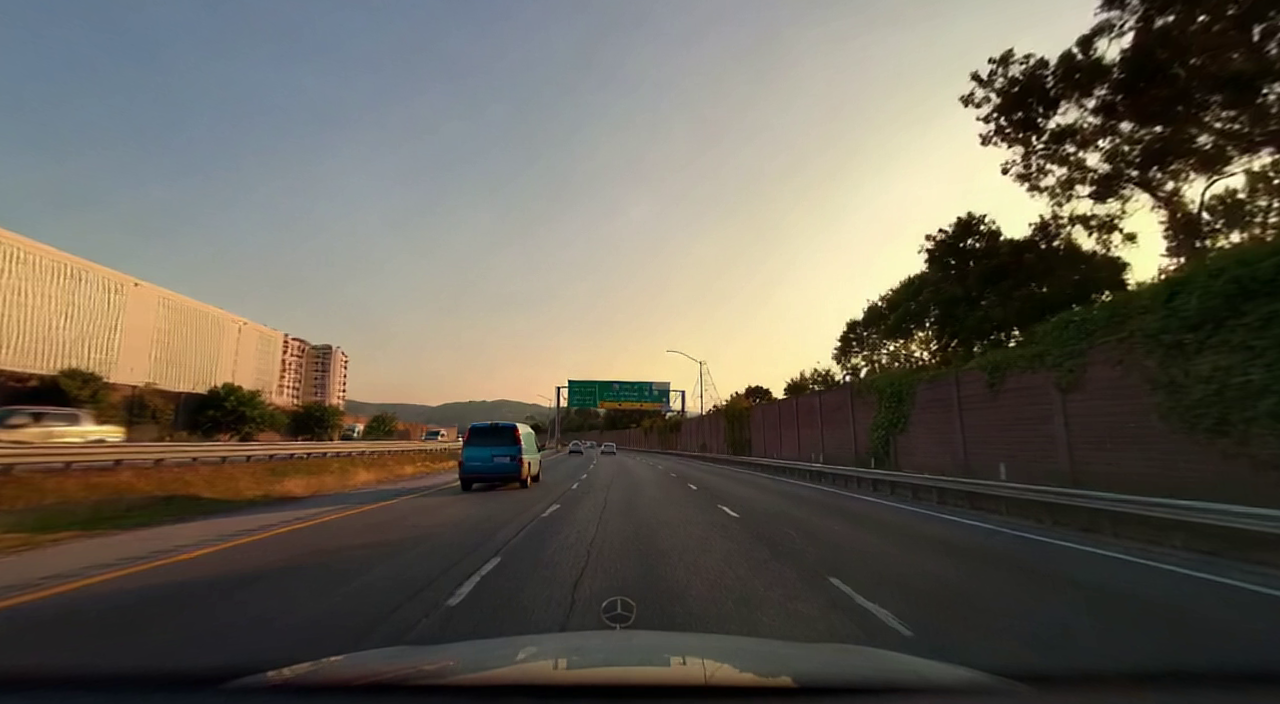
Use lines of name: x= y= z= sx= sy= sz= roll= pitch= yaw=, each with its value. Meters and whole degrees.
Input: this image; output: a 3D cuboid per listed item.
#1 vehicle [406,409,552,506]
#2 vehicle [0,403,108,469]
vehicle: x=-3.534 y=2.433 z=14.920 sx=2.260 sy=1.901 sz=4.665 roll=0 pitch=-8 yaw=0
vehicle: x=-15.355 y=2.046 z=15.209 sx=1.685 sy=1.464 sz=3.855 roll=0 pitch=-8 yaw=-2
